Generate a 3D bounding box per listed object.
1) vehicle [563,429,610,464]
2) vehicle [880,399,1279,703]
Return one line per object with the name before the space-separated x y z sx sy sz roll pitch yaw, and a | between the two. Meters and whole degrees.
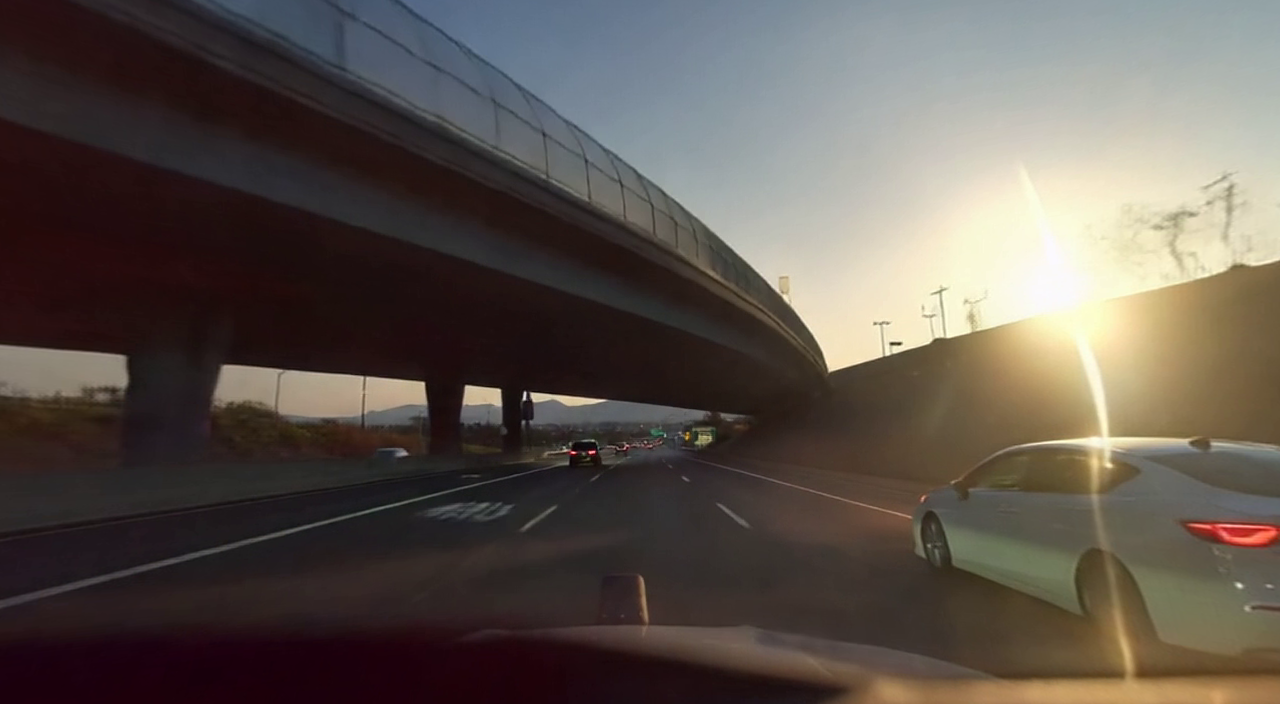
vehicle | -3.502 6.408 42.696 2.496 2.203 6.317 0 -9 1
vehicle | 3.853 1.321 4.956 2.047 1.532 4.884 0 -9 1
